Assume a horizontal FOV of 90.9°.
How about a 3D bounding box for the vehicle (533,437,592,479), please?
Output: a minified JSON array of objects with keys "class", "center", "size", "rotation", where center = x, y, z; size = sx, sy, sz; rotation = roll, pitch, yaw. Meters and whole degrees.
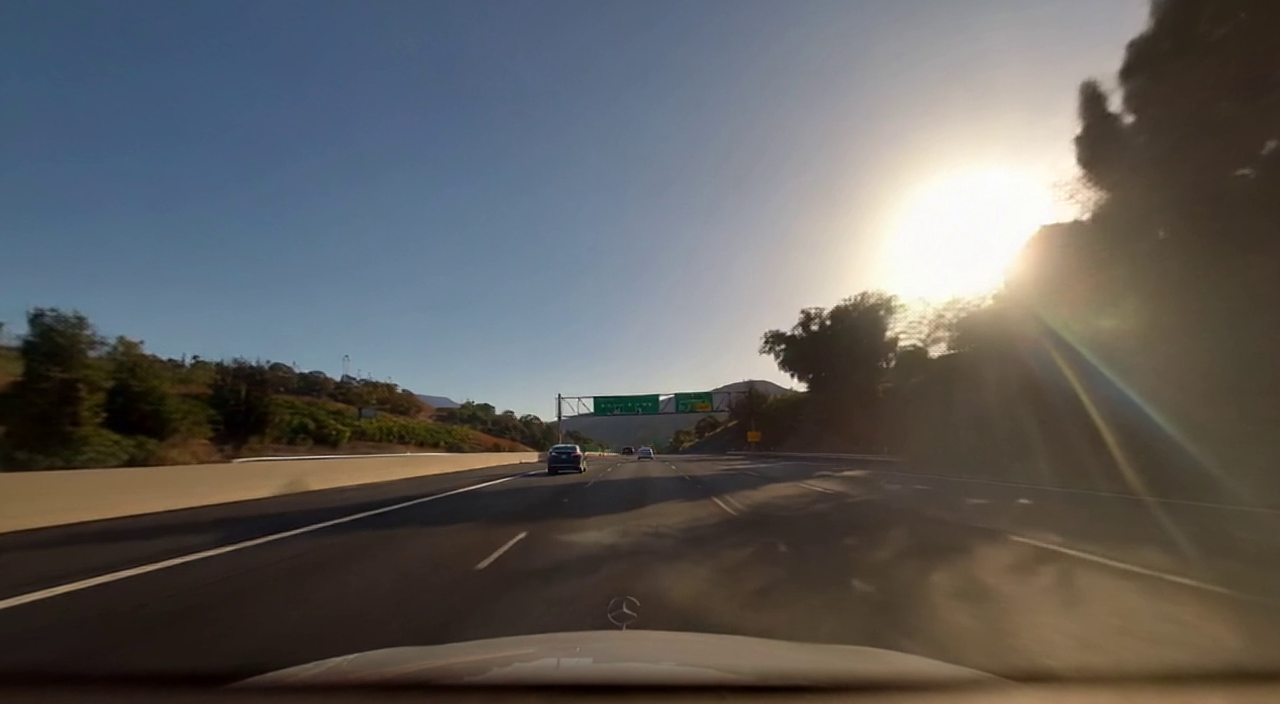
[{"class":"vehicle","center":[-3.414,4.777,28.641],"size":[2.072,1.706,4.359],"rotation":[0,-8,1]}]
